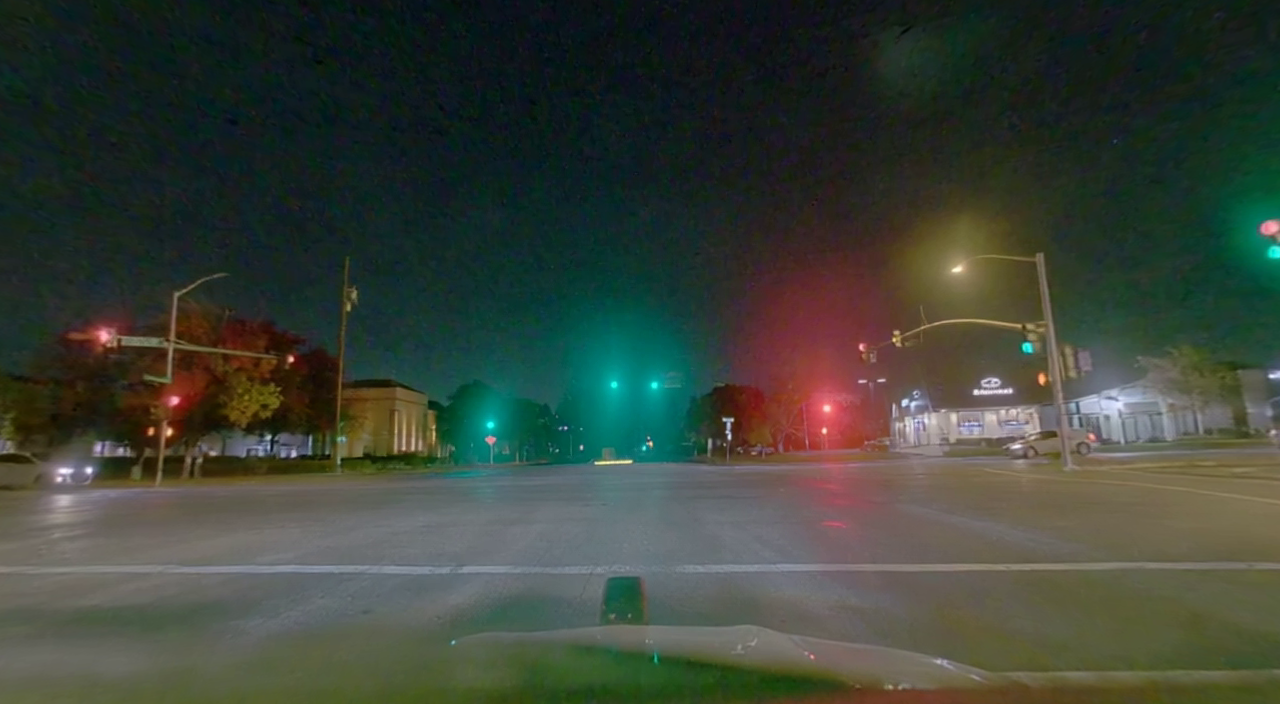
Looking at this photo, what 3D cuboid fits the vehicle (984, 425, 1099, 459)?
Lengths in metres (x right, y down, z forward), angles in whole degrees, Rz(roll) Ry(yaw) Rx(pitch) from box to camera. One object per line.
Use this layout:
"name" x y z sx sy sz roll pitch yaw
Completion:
"vehicle" 20.446 4.593 32.215 4.483 1.691 1.949 0 -8 1

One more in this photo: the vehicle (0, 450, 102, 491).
"vehicle" -25.236 4.844 26.018 4.332 1.573 1.900 0 -8 3
